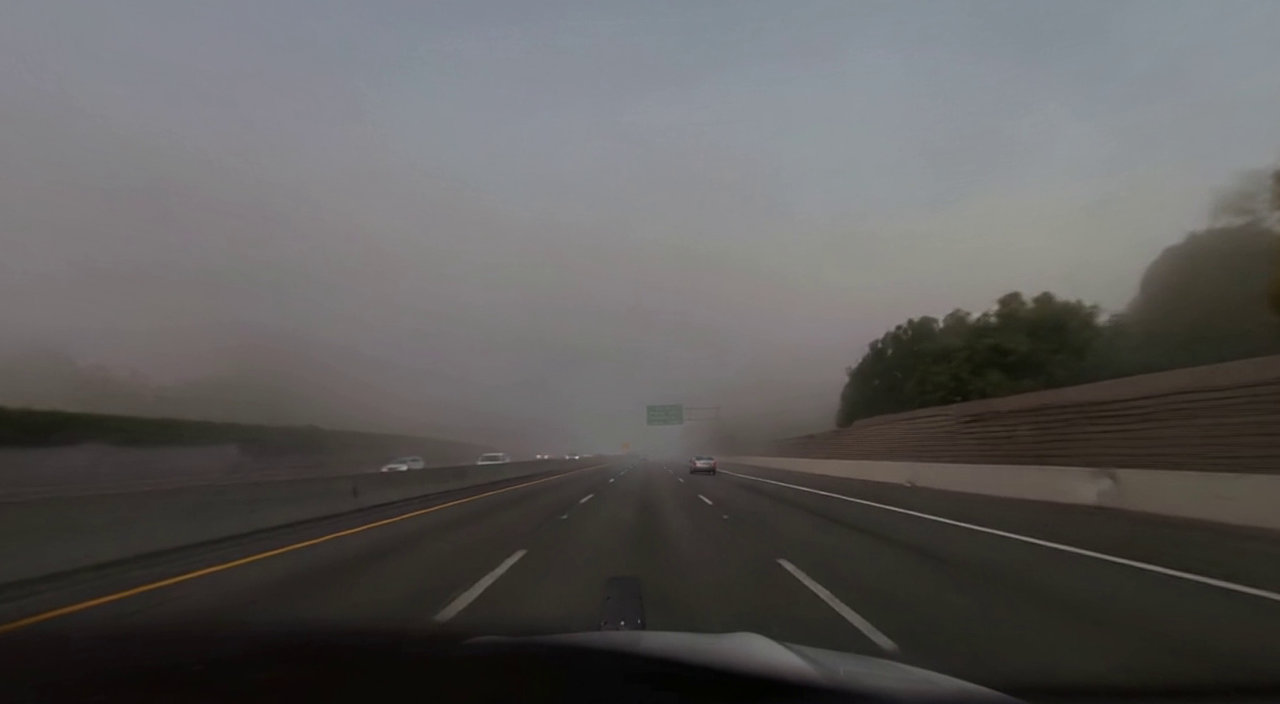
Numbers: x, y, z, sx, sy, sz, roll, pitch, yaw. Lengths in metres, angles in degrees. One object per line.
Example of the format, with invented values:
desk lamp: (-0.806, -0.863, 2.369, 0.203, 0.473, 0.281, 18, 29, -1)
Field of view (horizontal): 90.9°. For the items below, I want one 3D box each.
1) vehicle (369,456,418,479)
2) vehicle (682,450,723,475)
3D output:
vehicle: (-17.517, 8.239, 45.025, 1.796, 1.503, 4.167, 0, -9, 1)
vehicle: (3.681, 6.596, 37.859, 2.065, 1.400, 4.028, 0, -9, 0)
